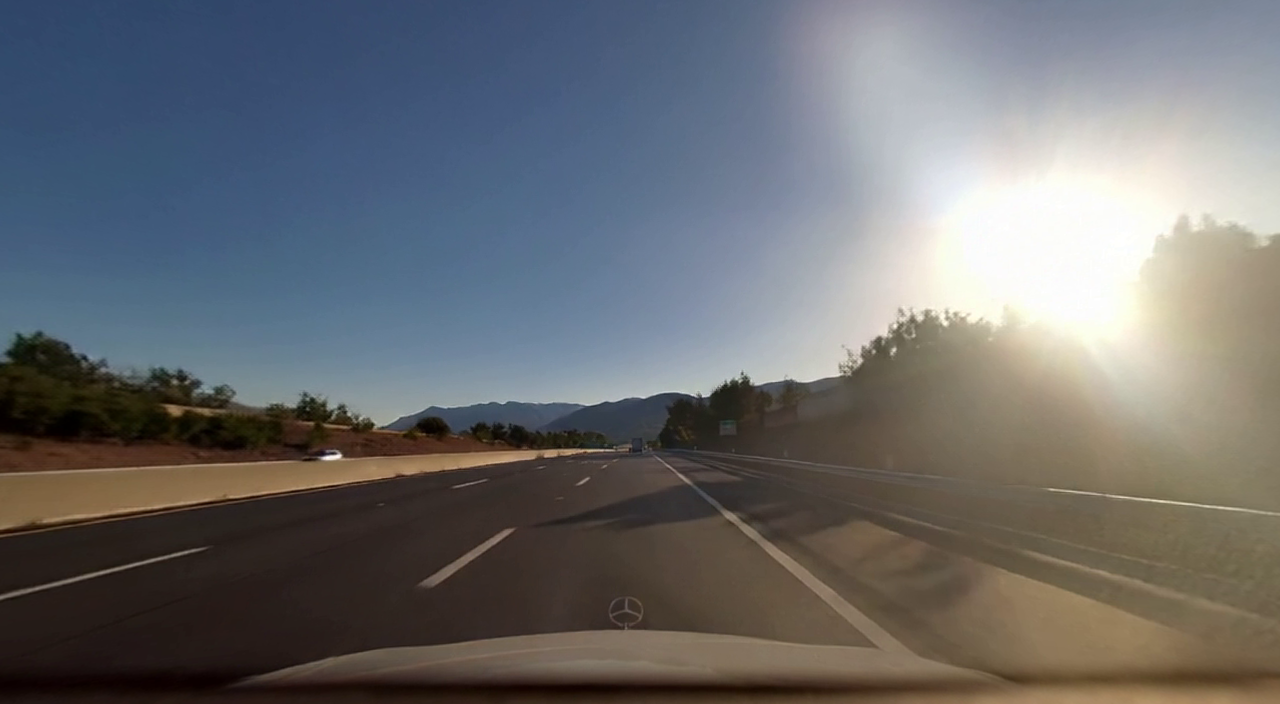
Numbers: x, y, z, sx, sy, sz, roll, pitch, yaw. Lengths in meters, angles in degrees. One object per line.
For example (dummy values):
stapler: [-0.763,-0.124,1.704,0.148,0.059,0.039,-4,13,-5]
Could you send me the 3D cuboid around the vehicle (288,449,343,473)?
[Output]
vehicle: [-23.340,7.809,45.291,1.812,1.617,3.816,0,-8,0]
